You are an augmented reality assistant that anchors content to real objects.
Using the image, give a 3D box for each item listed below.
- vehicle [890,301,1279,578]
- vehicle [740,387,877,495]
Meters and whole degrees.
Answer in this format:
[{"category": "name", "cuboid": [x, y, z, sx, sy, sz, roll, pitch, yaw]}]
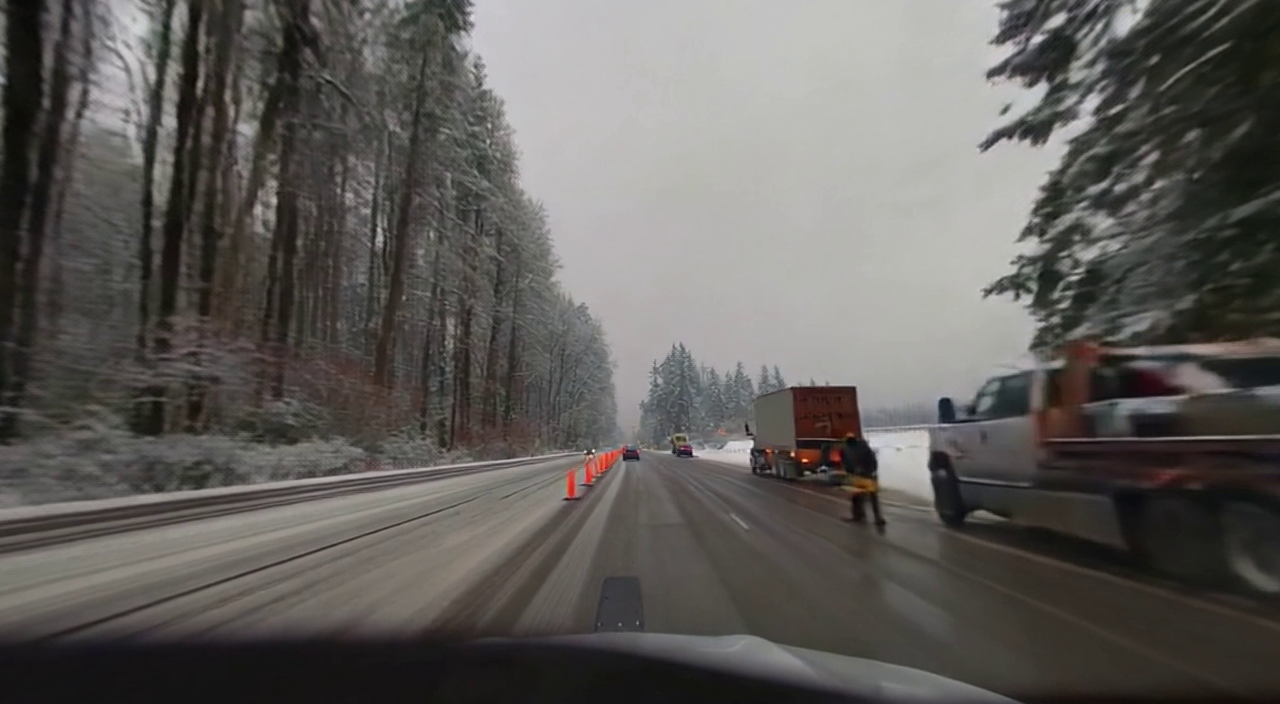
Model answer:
[{"category": "vehicle", "cuboid": [6.451, 1.255, 9.102, 2.390, 2.899, 4.603, 5, -10, -34]}, {"category": "vehicle", "cuboid": [6.235, 3.607, 25.738, 2.664, 3.418, 11.107, 0, -8, 1]}]
